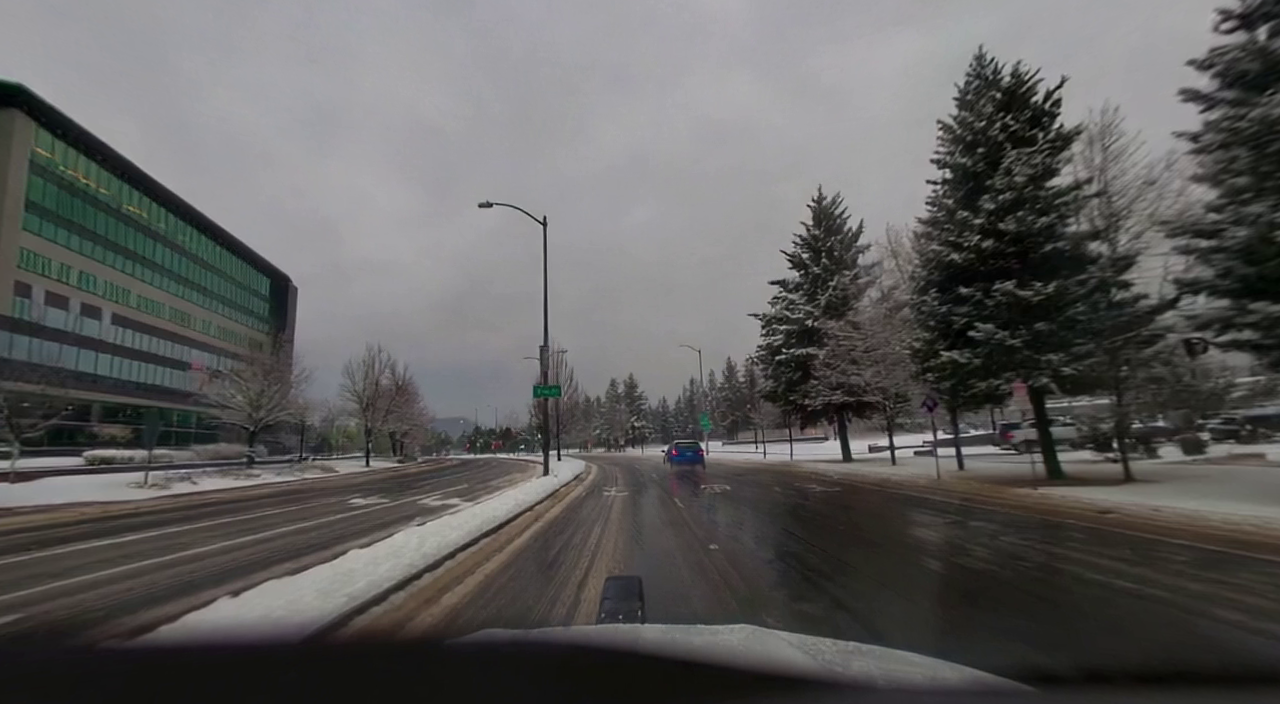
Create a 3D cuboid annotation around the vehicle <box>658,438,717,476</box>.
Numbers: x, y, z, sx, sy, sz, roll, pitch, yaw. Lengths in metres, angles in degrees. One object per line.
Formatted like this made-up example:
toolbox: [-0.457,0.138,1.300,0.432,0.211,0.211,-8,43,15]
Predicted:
vehicle: [2.180,4.989,30.167,2.165,1.633,4.381,0,-8,-4]
